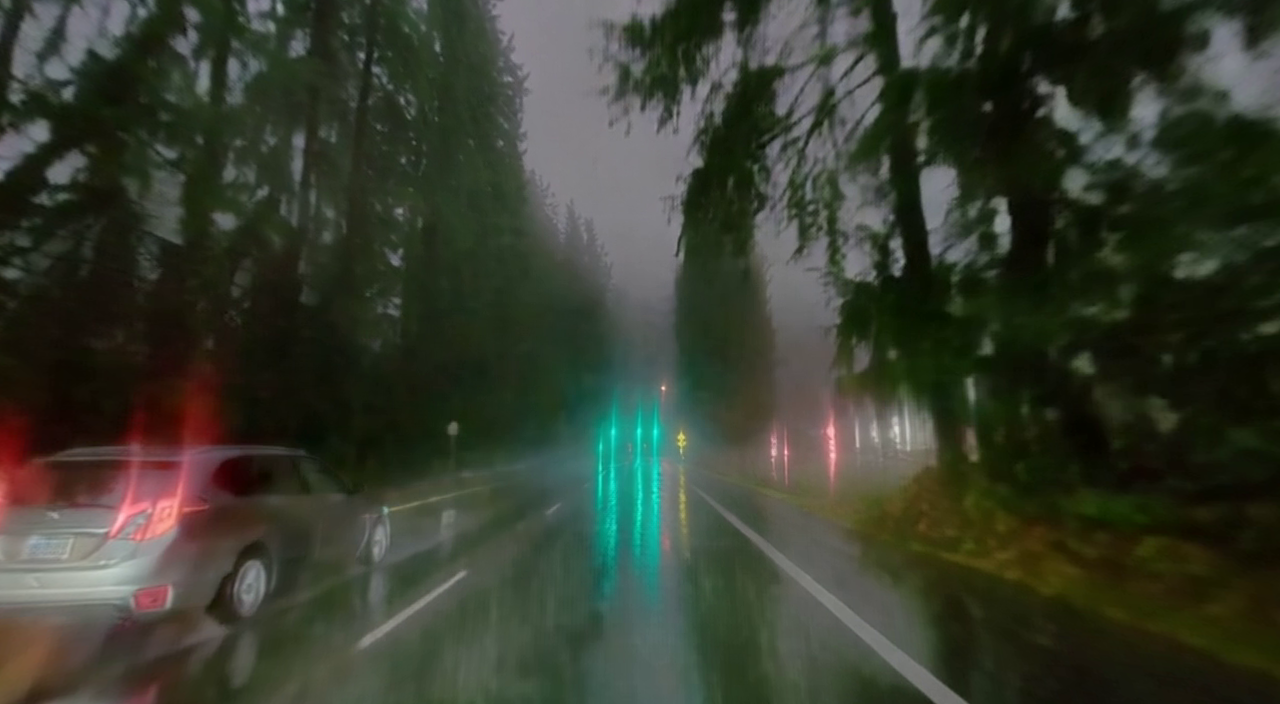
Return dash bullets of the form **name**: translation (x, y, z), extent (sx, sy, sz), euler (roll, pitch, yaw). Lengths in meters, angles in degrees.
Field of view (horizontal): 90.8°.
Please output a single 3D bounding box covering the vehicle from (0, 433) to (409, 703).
- **vehicle**: translation (-3.823, 1.482, 5.555), extent (1.946, 1.437, 4.154), euler (0, -8, 1)
